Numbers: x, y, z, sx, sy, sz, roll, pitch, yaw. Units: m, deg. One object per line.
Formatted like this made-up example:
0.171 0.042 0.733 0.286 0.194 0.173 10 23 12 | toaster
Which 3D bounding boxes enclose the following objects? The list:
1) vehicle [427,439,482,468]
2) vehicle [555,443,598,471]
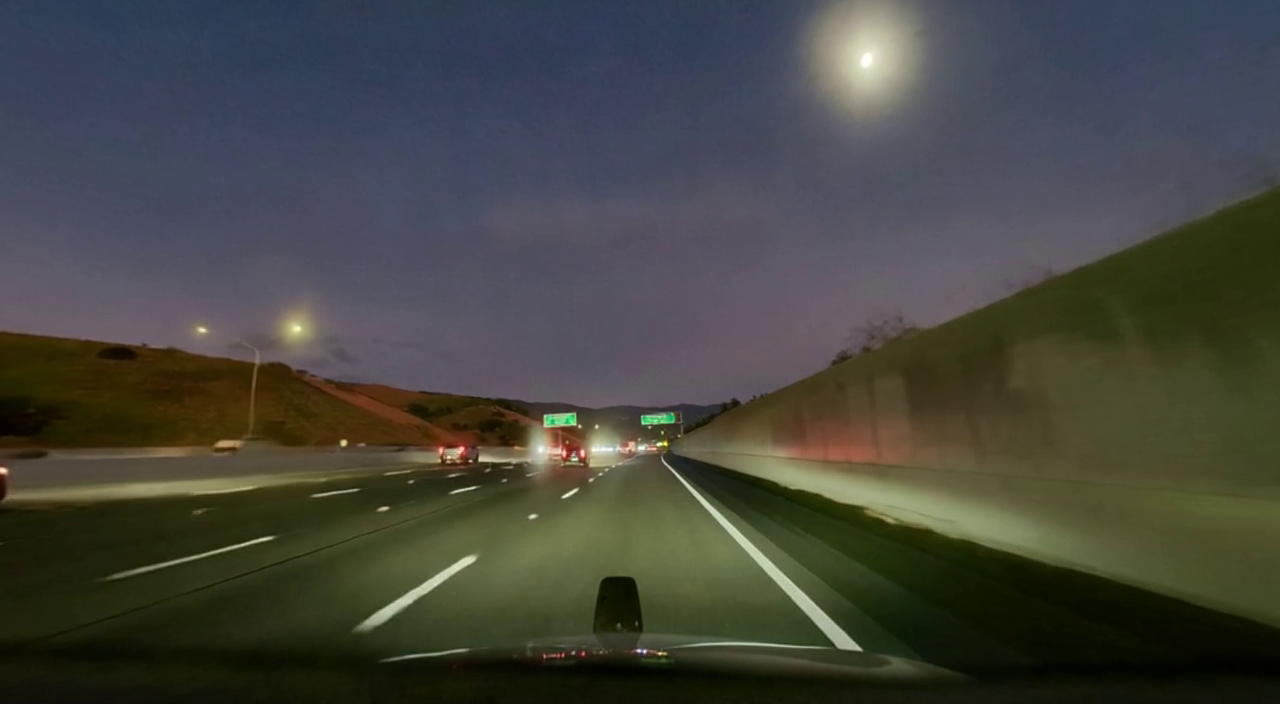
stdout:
-12.316 6.763 42.274 2.076 1.766 4.831 0 -8 2 | vehicle
-3.561 5.970 36.102 1.931 1.492 4.076 0 -8 1 | vehicle
